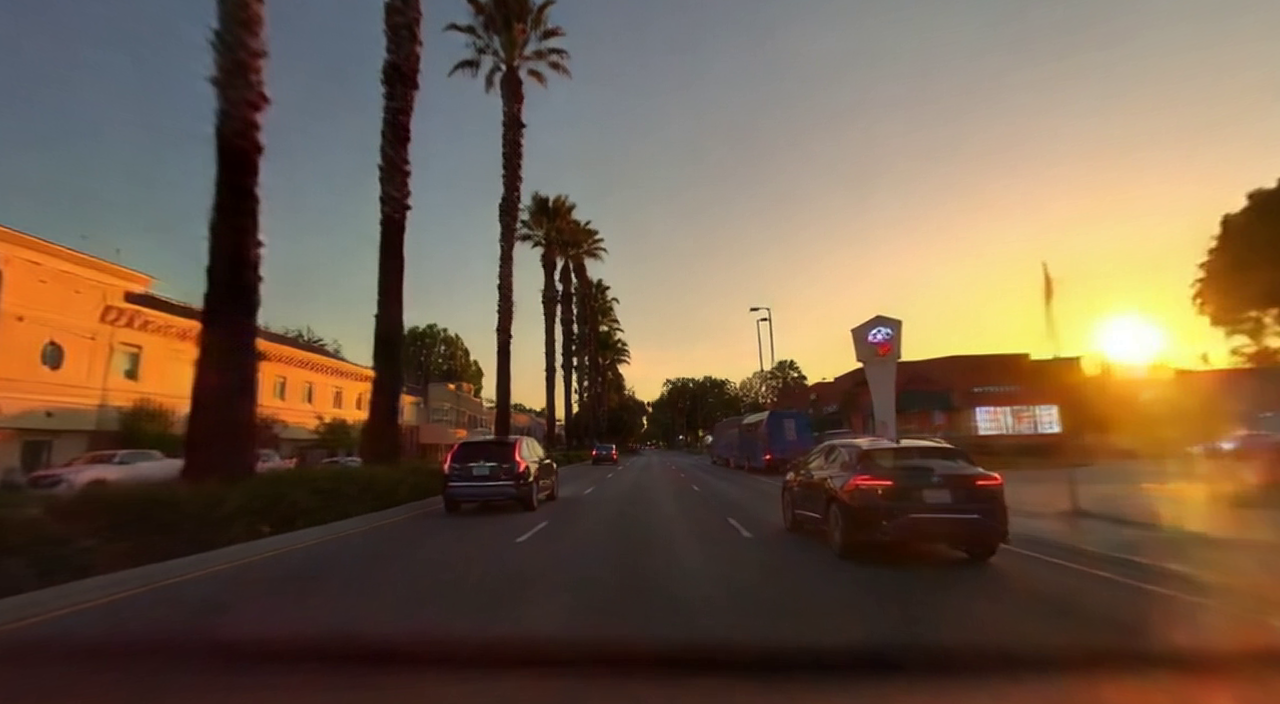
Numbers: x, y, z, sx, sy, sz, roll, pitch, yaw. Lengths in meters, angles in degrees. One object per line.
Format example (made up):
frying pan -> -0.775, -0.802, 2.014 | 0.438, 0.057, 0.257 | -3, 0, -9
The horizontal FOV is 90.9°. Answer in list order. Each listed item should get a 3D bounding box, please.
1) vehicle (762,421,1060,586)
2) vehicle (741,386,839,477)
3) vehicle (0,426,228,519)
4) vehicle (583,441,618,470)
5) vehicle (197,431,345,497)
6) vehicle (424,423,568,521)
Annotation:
vehicle -> 2.944, 1.729, 8.028 | 1.946, 1.513, 4.133 | 0, -8, 0
vehicle -> 7.225, 4.076, 31.805 | 2.902, 3.992, 8.073 | 0, -8, 0
vehicle -> -21.653, 4.885, 26.479 | 2.989, 3.225, 8.285 | 0, -9, 1
vehicle -> -2.495, 6.703, 40.892 | 1.998, 1.743, 4.402 | 0, -8, 0
vehicle -> -21.411, 6.538, 37.508 | 3.030, 3.354, 9.135 | -1, -9, 2
vehicle -> -2.950, 2.578, 14.053 | 2.058, 1.804, 4.391 | -1, -8, 1
